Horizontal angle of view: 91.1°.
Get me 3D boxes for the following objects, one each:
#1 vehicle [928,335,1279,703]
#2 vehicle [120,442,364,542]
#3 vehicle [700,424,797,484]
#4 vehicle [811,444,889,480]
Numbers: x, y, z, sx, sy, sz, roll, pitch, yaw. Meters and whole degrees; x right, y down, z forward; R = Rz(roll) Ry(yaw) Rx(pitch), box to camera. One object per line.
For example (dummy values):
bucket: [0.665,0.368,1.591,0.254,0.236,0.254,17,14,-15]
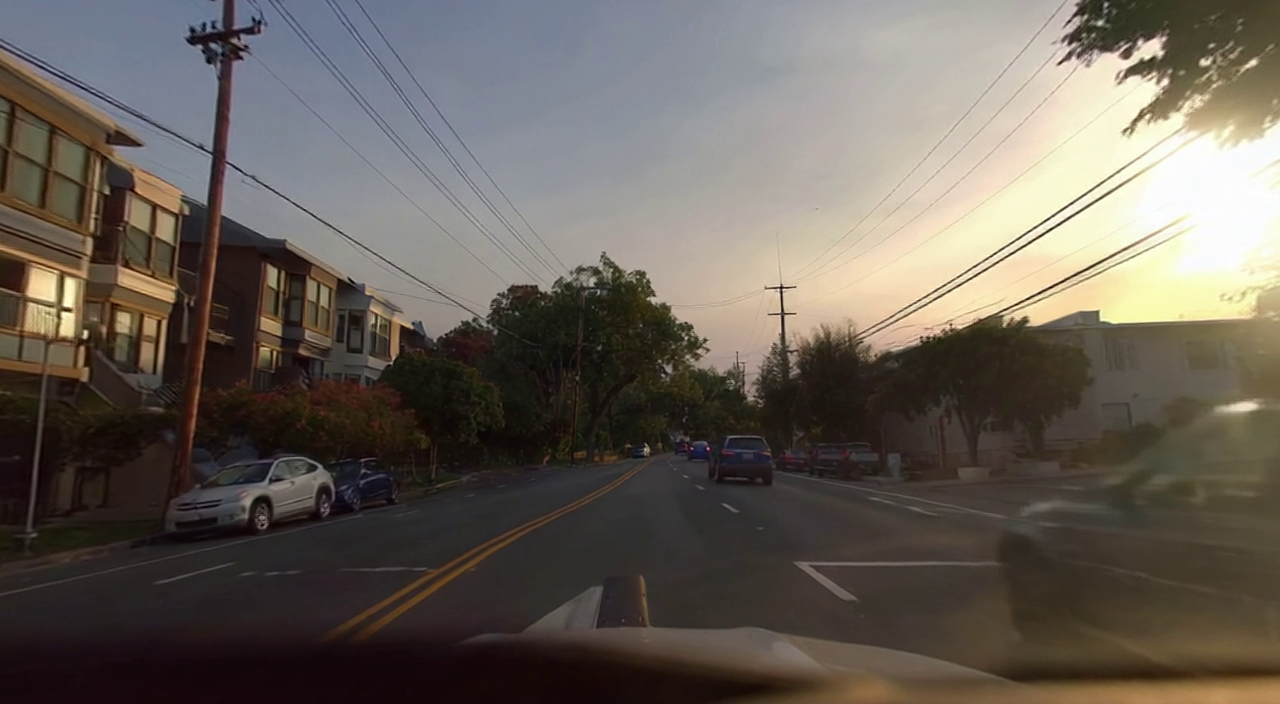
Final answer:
vehicle: [3.520,0.865,2.727,2.306,1.719,4.805,0,-8,1]
vehicle: [-8.459,2.960,14.078,2.381,1.825,4.652,0,-8,0]
vehicle: [3.601,3.541,21.970,2.368,1.840,4.896,0,-8,-2]
vehicle: [9.418,4.950,28.602,1.935,1.478,4.711,0,-8,0]
